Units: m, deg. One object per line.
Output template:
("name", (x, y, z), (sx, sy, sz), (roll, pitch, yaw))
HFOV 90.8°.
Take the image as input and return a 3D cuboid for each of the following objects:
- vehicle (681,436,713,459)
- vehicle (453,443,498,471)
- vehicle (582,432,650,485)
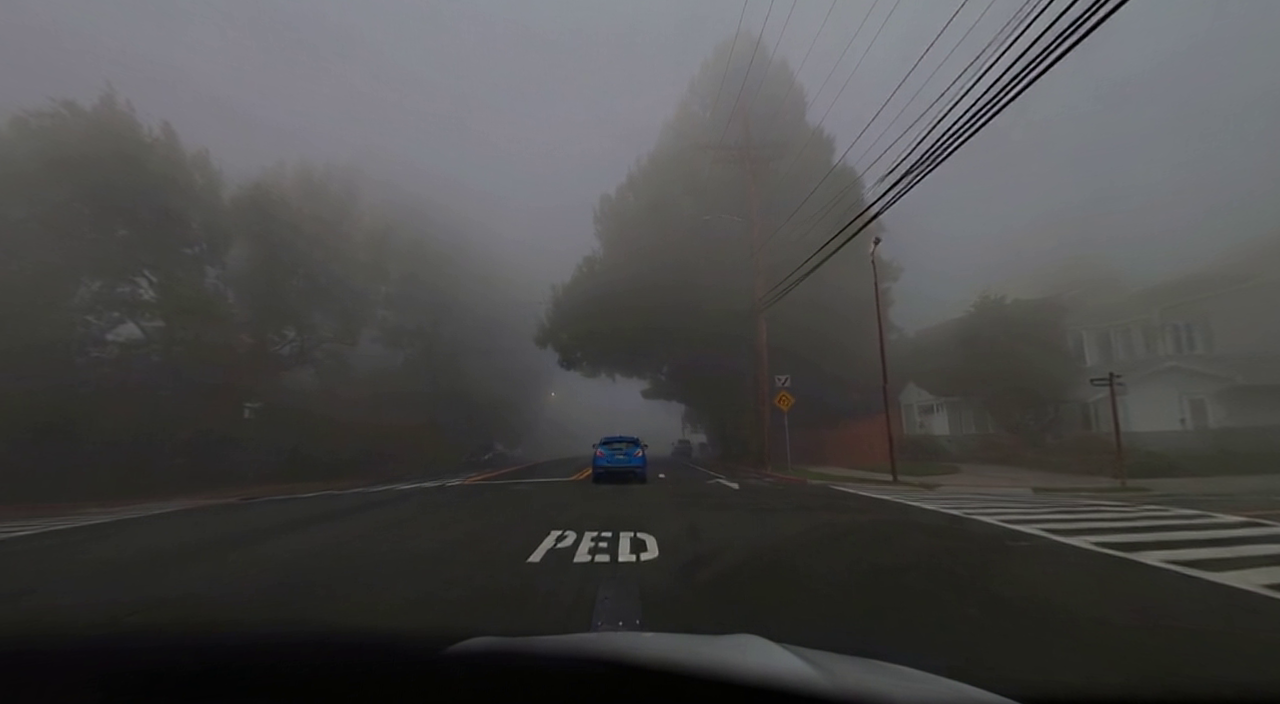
("vehicle", (4.407, 7.427, 49.119), (2.101, 1.744, 4.466), (0, -8, 1))
("vehicle", (-9.602, 6.160, 37.178), (1.934, 1.506, 4.032), (1, -9, -5))
("vehicle", (-0.679, 3.257, 19.564), (1.877, 1.448, 3.830), (0, -8, 0))
